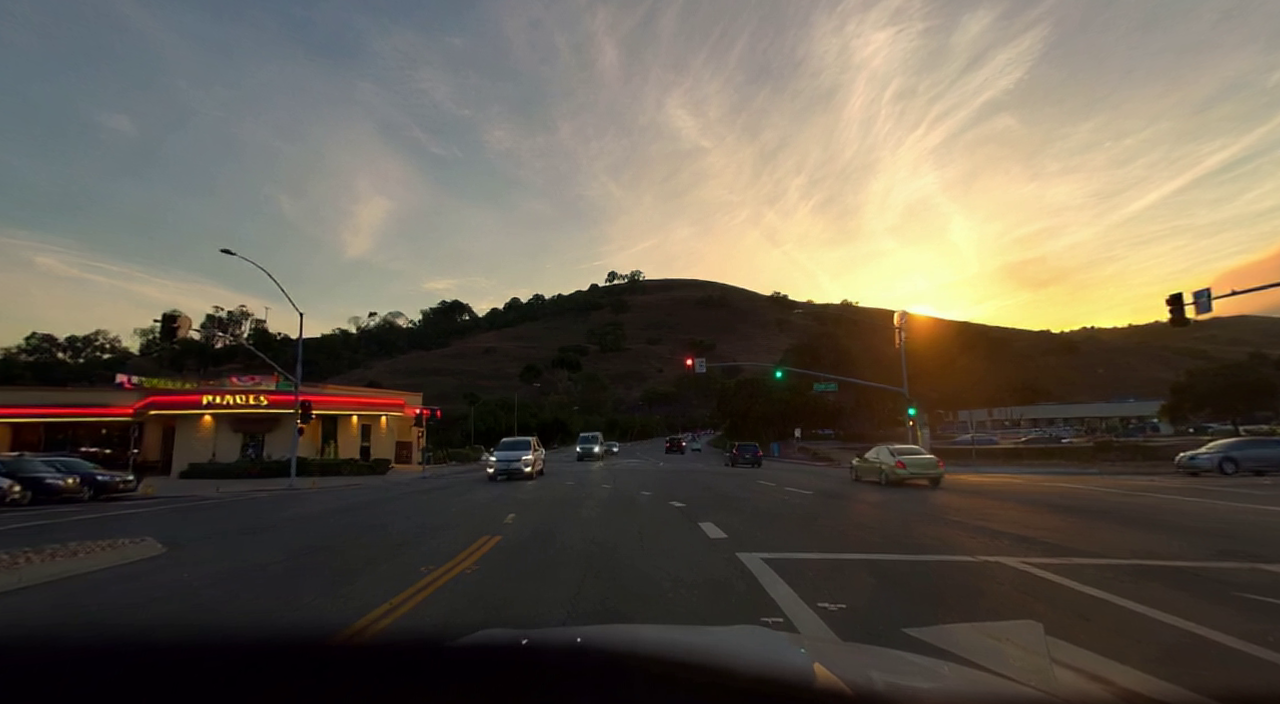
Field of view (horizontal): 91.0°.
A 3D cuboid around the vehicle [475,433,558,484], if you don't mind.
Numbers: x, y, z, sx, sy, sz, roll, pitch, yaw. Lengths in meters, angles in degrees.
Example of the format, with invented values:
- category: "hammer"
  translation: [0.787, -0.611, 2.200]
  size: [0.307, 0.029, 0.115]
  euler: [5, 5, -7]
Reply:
- category: "vehicle"
  translation: [-4.635, 4.068, 24.373]
  size: [2.199, 1.745, 4.669]
  euler: [0, -8, 1]

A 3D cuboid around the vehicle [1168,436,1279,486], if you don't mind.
- category: "vehicle"
  translation: [25.046, 4.499, 26.076]
  size: [4.546, 1.944, 2.051]
  euler: [1, -9, -5]

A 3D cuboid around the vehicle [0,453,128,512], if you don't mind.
- category: "vehicle"
  translation: [-19.801, 4.188, 20.478]
  size: [4.440, 1.748, 2.033]
  euler: [0, -9, 1]

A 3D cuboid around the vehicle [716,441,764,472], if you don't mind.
- category: "vehicle"
  translation: [5.557, 5.853, 35.422]
  size: [1.855, 1.622, 4.167]
  euler: [0, -8, -2]

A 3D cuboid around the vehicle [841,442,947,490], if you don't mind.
- category: "vehicle"
  translation: [9.139, 4.117, 23.104]
  size: [1.911, 1.594, 4.378]
  euler: [0, -9, -2]
